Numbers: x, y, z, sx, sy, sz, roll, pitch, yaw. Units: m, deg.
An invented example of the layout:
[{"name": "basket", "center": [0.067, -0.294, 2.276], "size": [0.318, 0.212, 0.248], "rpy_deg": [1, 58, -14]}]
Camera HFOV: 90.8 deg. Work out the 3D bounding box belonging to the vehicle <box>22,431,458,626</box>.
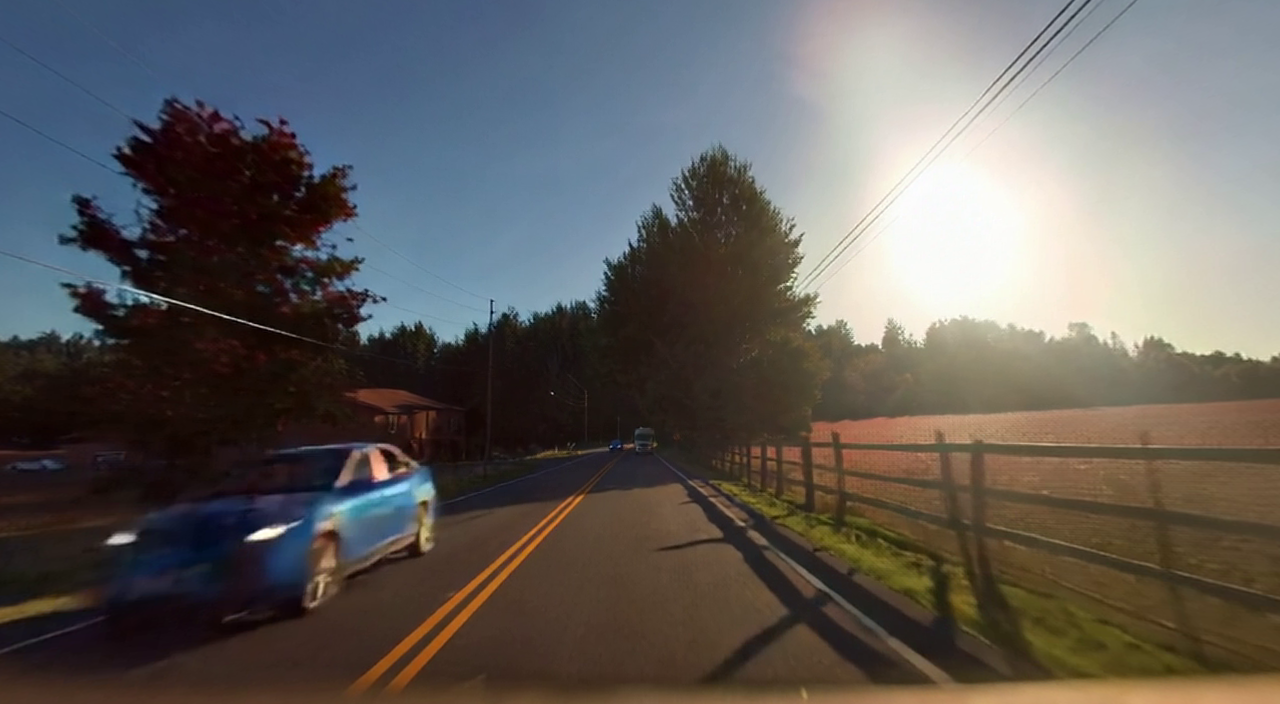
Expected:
[{"name": "vehicle", "center": [-3.780, 1.716, 7.237], "size": [2.021, 1.491, 4.519], "rpy_deg": [0, -8, 0]}]
